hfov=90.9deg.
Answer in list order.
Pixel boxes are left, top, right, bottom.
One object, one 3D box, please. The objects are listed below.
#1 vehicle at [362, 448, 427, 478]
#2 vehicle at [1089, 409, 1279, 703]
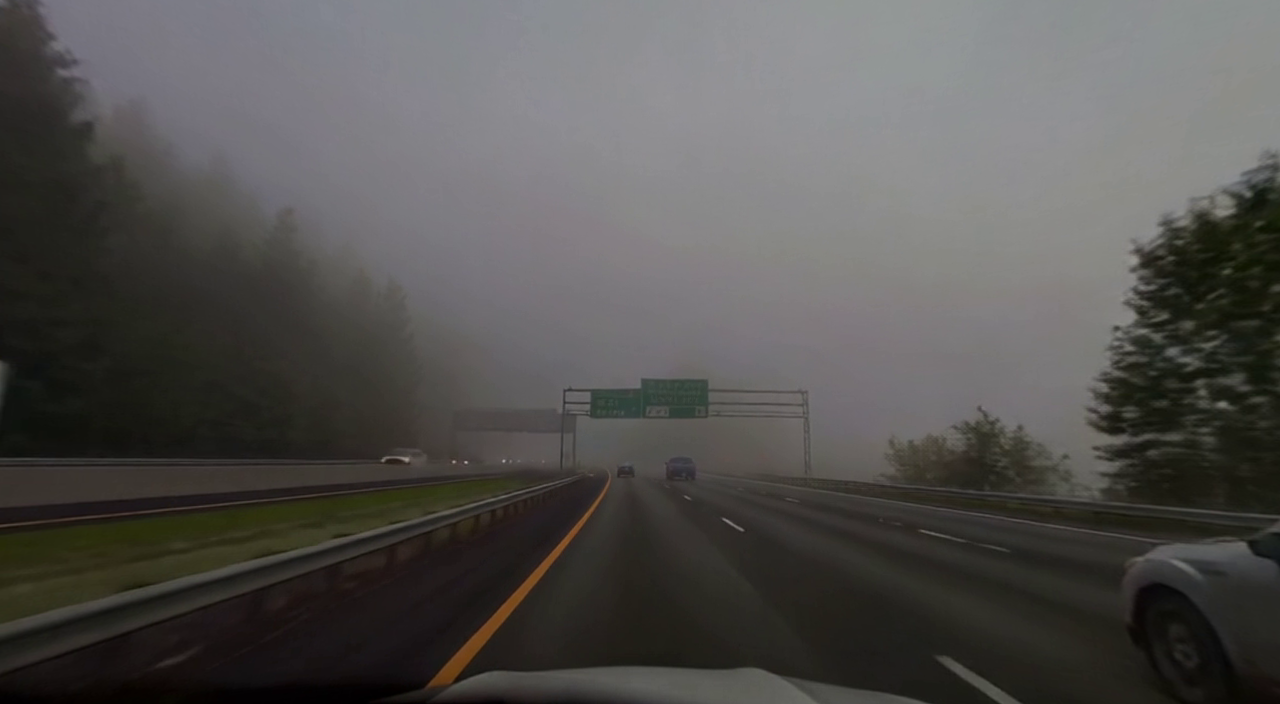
[{"bbox_3d":[-14.302,6.520,37.006,2.030,1.595,4.594,1,-10,-1],"label":"vehicle"},{"bbox_3d":[3.947,0.932,1.832,2.132,1.662,4.180,1,-10,0],"label":"vehicle"}]
